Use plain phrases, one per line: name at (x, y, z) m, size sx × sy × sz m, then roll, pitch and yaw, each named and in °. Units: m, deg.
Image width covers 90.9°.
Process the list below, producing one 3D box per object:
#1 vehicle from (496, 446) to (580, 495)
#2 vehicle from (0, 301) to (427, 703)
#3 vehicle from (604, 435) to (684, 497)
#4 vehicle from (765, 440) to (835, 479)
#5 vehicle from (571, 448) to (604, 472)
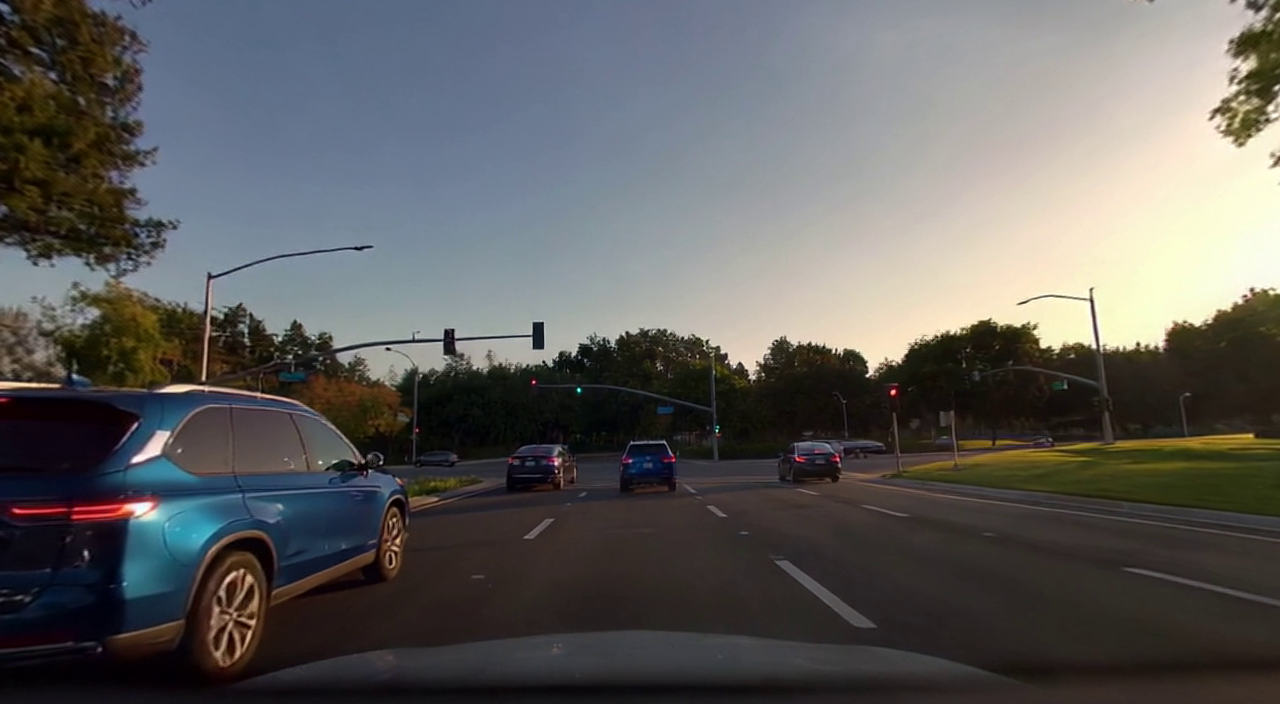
vehicle at (-3.432, 4.072, 22.280) m, size 2.061 × 1.504 × 5.142 m, roll 0°, pitch -8°, yaw 1°
vehicle at (-3.456, 1.016, 4.030) m, size 2.320 × 1.863 × 5.148 m, roll 0°, pitch -8°, yaw 1°
vehicle at (0.115, 3.587, 20.253) m, size 2.298 × 1.770 × 4.138 m, roll 0°, pitch -8°, yaw 0°
vehicle at (7.951, 5.370, 31.842) m, size 2.166 × 1.761 × 4.692 m, roll 0°, pitch -8°, yaw -1°
vehicle at (-3.533, 7.404, 43.392) m, size 2.004 × 1.484 × 4.480 m, roll 0°, pitch -8°, yaw -2°
